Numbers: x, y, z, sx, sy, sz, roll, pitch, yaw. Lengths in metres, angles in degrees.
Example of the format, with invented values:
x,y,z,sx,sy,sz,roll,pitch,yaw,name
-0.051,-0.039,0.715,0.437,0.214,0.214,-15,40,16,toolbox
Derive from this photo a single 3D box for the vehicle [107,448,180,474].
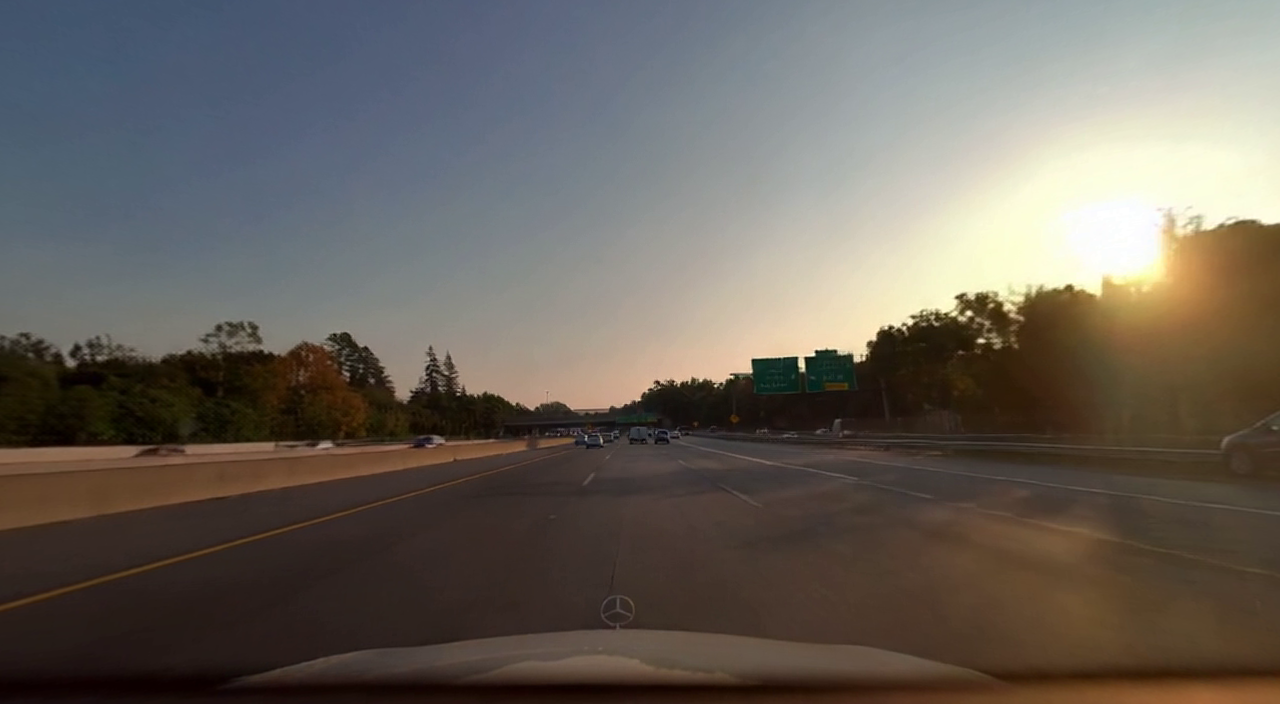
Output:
x,y,z,sx,sy,sz,roll,pitch,yaw,name
-31.155,6.826,39.678,1.639,1.453,3.644,0,-8,-1,vehicle

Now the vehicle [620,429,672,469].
x,y,z,sx,sy,sz,roll,pitch,yaw,name
0.176,4.150,27.162,2.086,1.554,3.875,0,-8,-2,vehicle

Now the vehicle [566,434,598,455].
x,y,z,sx,sy,sz,roll,pitch,yaw,name
-4.247,6.820,46.563,2.014,1.471,4.380,0,-8,-1,vehicle

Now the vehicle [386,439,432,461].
x,y,z,sx,sy,sz,roll,pitch,yaw,name
-16.193,6.892,44.313,1.866,1.467,3.734,0,-8,-1,vehicle
